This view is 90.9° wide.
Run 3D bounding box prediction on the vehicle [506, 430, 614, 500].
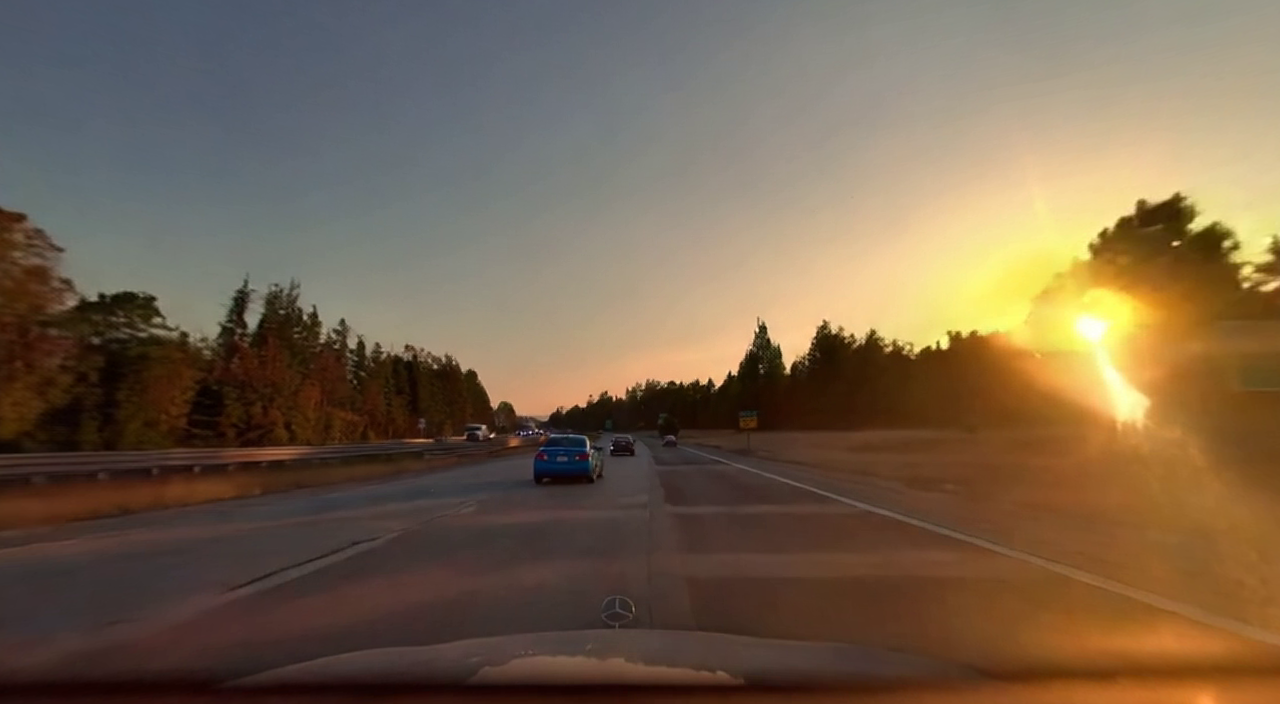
[{"bbox_3d":[-1.778,2.674,15.419,1.977,1.443,4.225,0,-8,2],"label":"vehicle"}]
